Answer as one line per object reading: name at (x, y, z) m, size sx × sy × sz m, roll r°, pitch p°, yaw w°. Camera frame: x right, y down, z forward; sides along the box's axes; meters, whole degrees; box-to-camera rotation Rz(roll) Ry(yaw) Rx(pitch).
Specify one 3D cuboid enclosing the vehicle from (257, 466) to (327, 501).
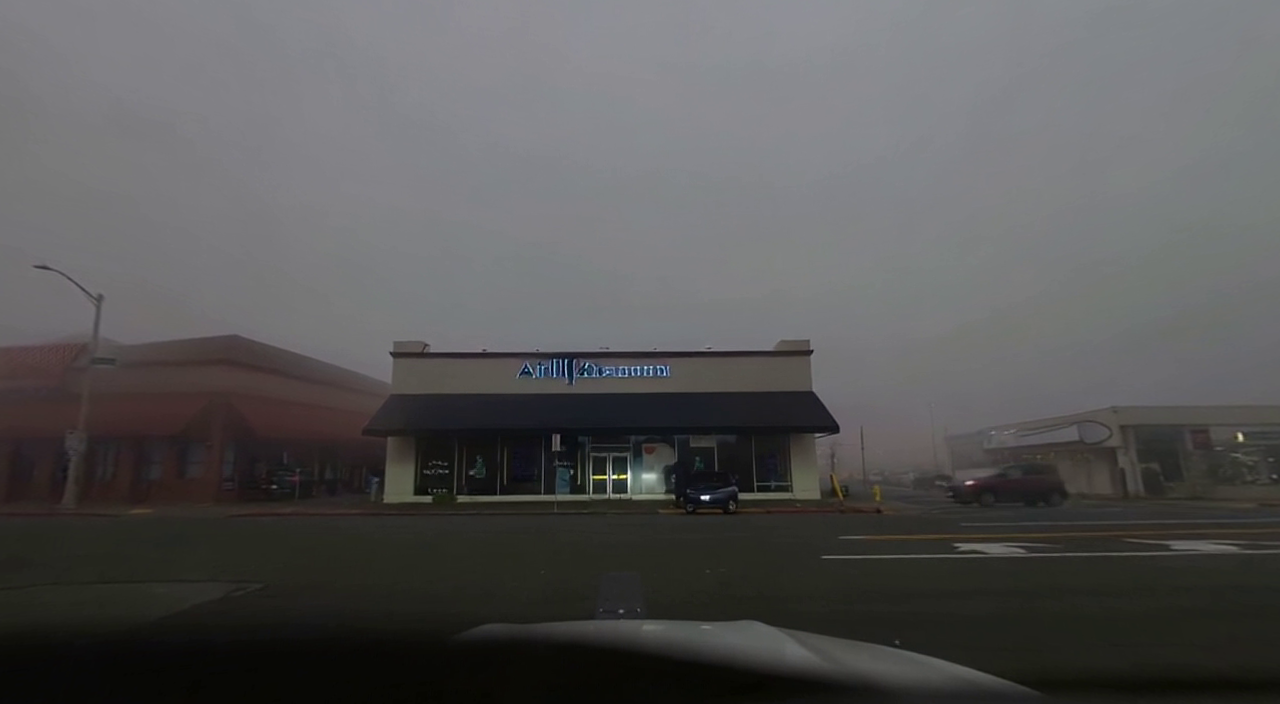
vehicle at (-19.836, 7.406, 35.906) m, size 4.596 × 1.680 × 1.936 m, roll -8°, pitch -11°, yaw 41°

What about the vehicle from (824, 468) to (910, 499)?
vehicle at (13.163, 7.636, 36.947) m, size 1.791 × 1.453 × 4.593 m, roll 5°, pitch -10°, yaw -29°

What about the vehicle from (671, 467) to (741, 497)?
vehicle at (3.783, 7.605, 37.148) m, size 1.812 × 1.468 × 4.519 m, roll 5°, pitch -10°, yaw -28°

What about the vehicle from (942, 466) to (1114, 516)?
vehicle at (12.559, 4.490, 20.638) m, size 4.418 × 1.467 × 1.846 m, roll 0°, pitch -9°, yaw -3°
